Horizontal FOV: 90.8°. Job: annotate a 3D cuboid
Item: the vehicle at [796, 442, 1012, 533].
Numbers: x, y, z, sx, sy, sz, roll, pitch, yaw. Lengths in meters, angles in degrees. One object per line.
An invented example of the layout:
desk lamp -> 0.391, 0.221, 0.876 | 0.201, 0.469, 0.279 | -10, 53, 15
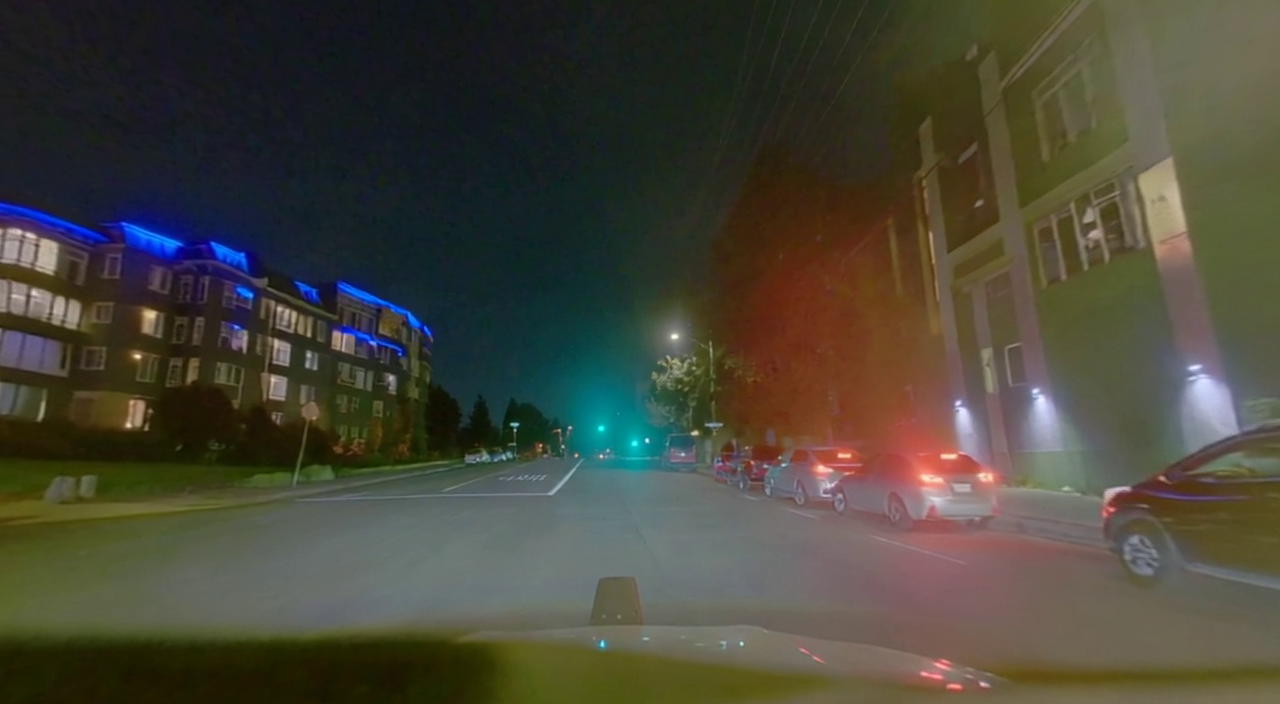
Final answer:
vehicle -> 5.227, 2.724, 13.467 | 2.122, 1.554, 4.777 | 1, -8, -7

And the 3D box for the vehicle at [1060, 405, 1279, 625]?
vehicle -> 6.007, 1.245, 4.777 | 1.917, 1.704, 4.840 | 1, -8, -7

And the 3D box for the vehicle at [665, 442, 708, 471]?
vehicle -> 3.011, 6.882, 41.826 | 2.386, 1.752, 4.376 | 0, -8, -2

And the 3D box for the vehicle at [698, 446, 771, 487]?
vehicle -> 3.739, 4.623, 25.884 | 1.901, 1.495, 4.340 | 1, -8, -6
